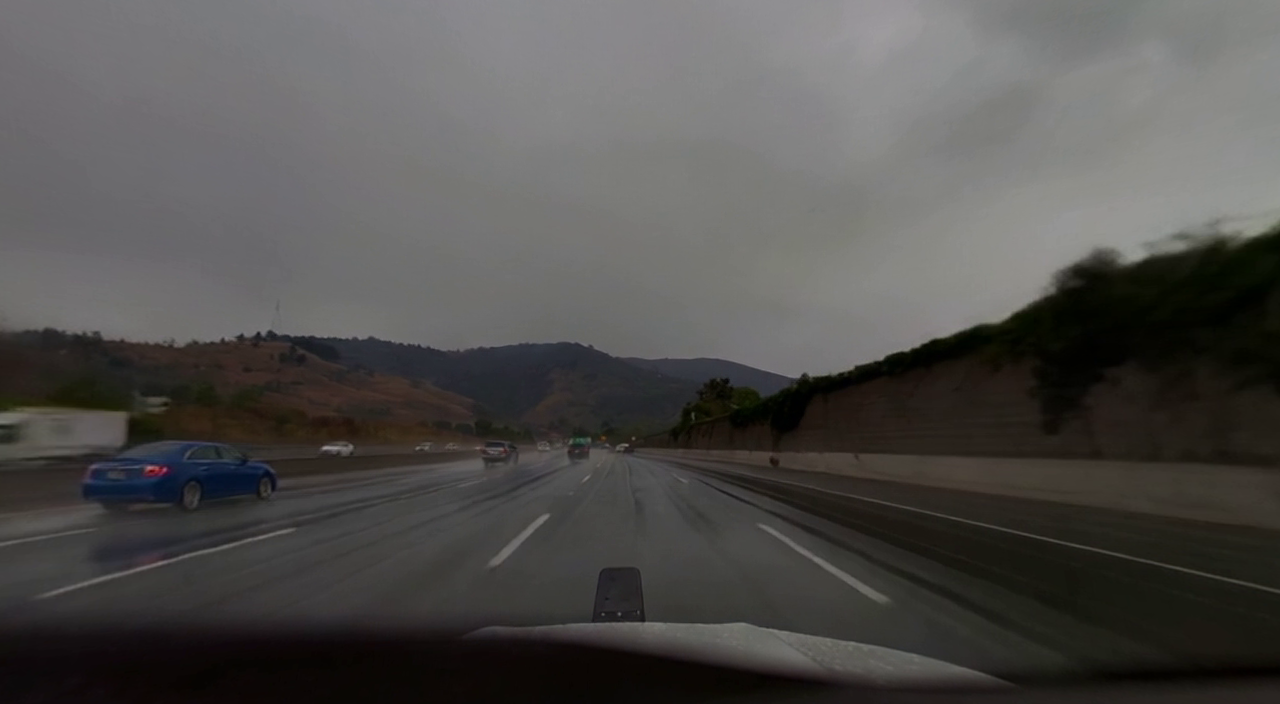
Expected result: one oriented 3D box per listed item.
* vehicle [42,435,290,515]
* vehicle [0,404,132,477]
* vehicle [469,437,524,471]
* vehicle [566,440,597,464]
[{"bbox_3d":[-10.238,2.664,14.272,1.949,1.475,4.740,0,-9,0],"label":"vehicle"},{"bbox_3d":[-29.850,4.468,31.767,2.804,3.252,6.771,0,-9,1],"label":"vehicle"},{"bbox_3d":[-7.914,5.663,35.225,2.074,1.768,4.805,0,-9,-2],"label":"vehicle"},{"bbox_3d":[-4.374,7.544,47.962,2.115,1.713,4.263,0,-9,-2],"label":"vehicle"}]
